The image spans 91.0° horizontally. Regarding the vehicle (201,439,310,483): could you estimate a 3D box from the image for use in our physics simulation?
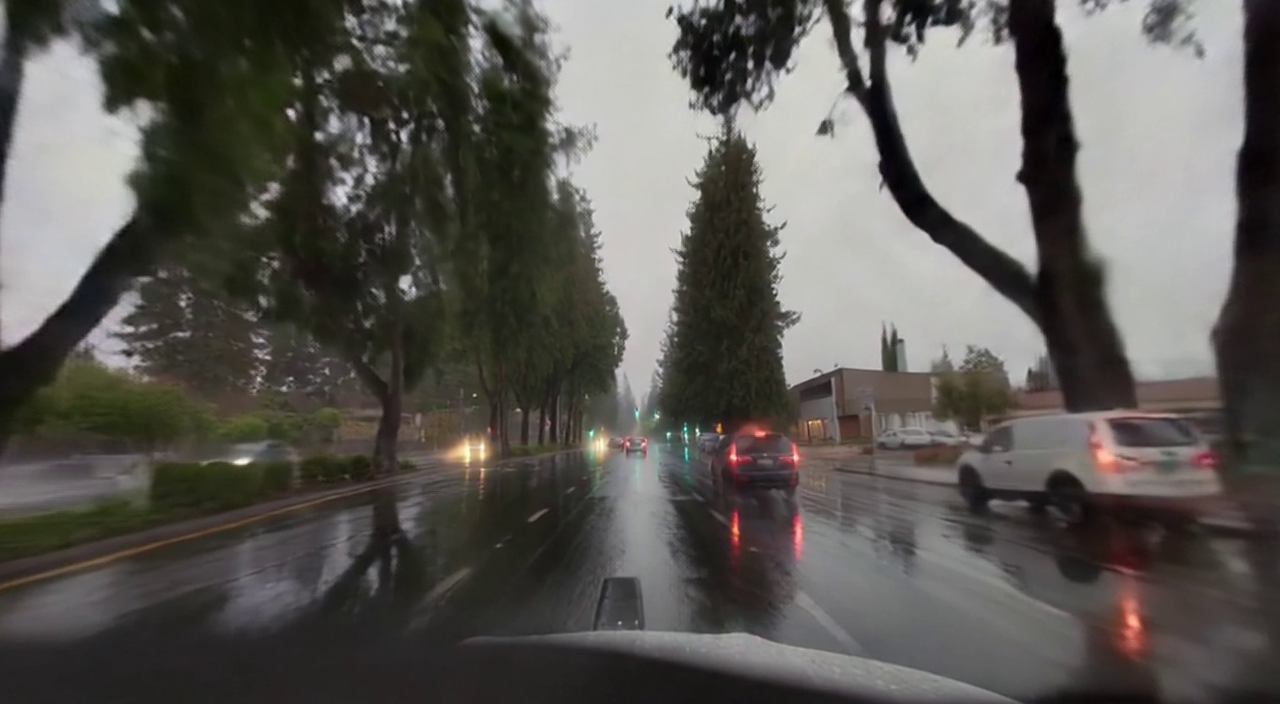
[{"bbox_3d":[-15.648,4.432,25.926,1.885,1.633,4.265,1,-8,-2],"label":"vehicle"}]

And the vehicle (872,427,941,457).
[{"bbox_3d":[17.399,5.934,41.386,2.131,1.782,5.183,0,-8,-2],"label":"vehicle"}]

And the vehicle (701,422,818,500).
[{"bbox_3d":[2.779,2.651,15.645,2.022,1.656,4.025,0,-8,-1],"label":"vehicle"}]

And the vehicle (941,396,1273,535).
[{"bbox_3d":[7.469,1.879,10.971,2.047,1.852,4.861,0,-8,0],"label":"vehicle"}]

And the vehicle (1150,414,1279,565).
[{"bbox_3d":[7.564,1.308,5.750,1.886,1.534,4.464,1,-8,-3],"label":"vehicle"}]
